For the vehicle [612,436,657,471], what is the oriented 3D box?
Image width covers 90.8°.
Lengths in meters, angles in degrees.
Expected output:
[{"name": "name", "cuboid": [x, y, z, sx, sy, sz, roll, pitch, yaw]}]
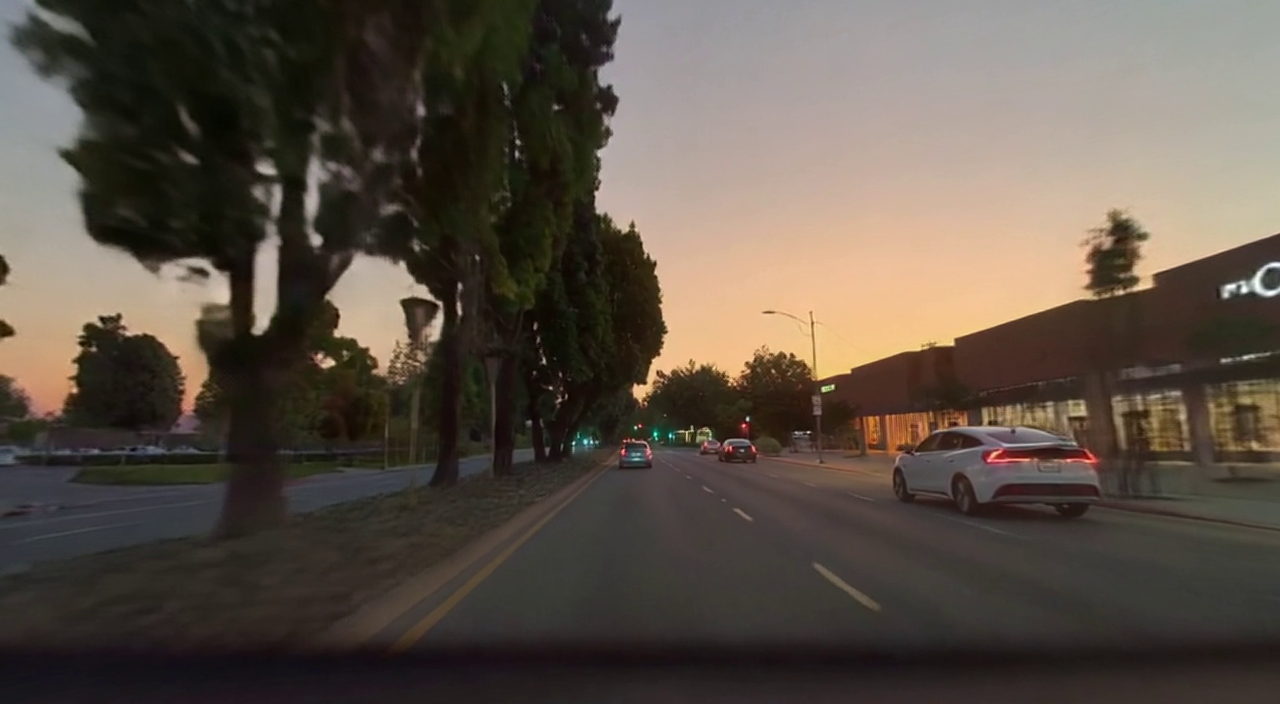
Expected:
[{"name": "vehicle", "cuboid": [-0.265, 4.864, 30.546, 2.037, 1.568, 3.693, 0, -8, 0]}]

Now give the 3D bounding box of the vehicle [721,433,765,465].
[{"name": "vehicle", "cuboid": [6.388, 6.051, 39.531, 1.955, 1.845, 4.538, 0, -8, 0]}]

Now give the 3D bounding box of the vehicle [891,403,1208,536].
[{"name": "vehicle", "cuboid": [7.107, 2.120, 12.101, 2.240, 1.923, 5.678, 0, -8, 0]}]
